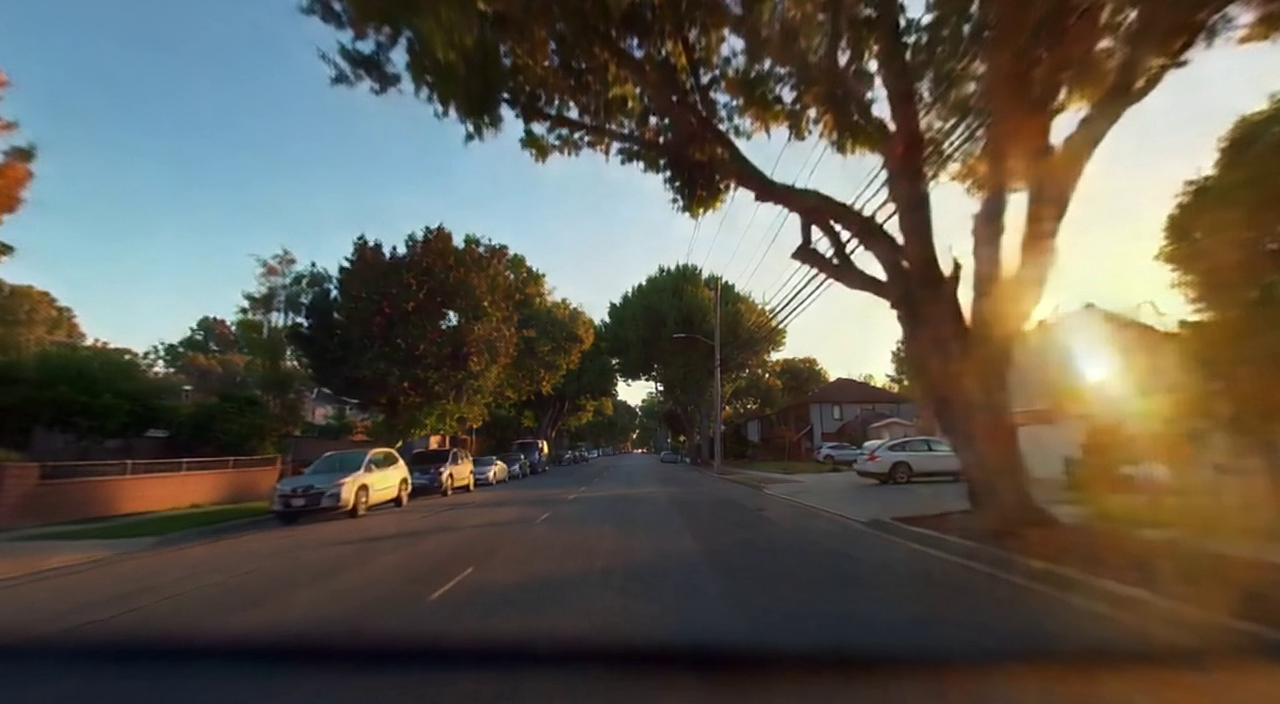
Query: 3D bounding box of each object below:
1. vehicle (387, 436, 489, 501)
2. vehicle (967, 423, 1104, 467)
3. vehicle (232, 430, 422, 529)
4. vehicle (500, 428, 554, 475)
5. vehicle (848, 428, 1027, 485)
[{"bbox_3d":[-6.491,3.813,20.883,1.941,1.832,4.666,-2,-10,-1],"label":"vehicle"},{"bbox_3d":[19.136,4.564,30.731,5.215,1.910,2.031,-1,-10,-3],"label":"vehicle"},{"bbox_3d":[-6.691,2.777,14.220,1.922,1.801,4.516,-2,-9,1],"label":"vehicle"},{"bbox_3d":[-7.053,6.321,40.104,2.439,2.724,5.647,-1,-10,-1],"label":"vehicle"},{"bbox_3d":[9.801,3.475,21.115,4.979,1.769,1.943,0,-9,-1],"label":"vehicle"}]
